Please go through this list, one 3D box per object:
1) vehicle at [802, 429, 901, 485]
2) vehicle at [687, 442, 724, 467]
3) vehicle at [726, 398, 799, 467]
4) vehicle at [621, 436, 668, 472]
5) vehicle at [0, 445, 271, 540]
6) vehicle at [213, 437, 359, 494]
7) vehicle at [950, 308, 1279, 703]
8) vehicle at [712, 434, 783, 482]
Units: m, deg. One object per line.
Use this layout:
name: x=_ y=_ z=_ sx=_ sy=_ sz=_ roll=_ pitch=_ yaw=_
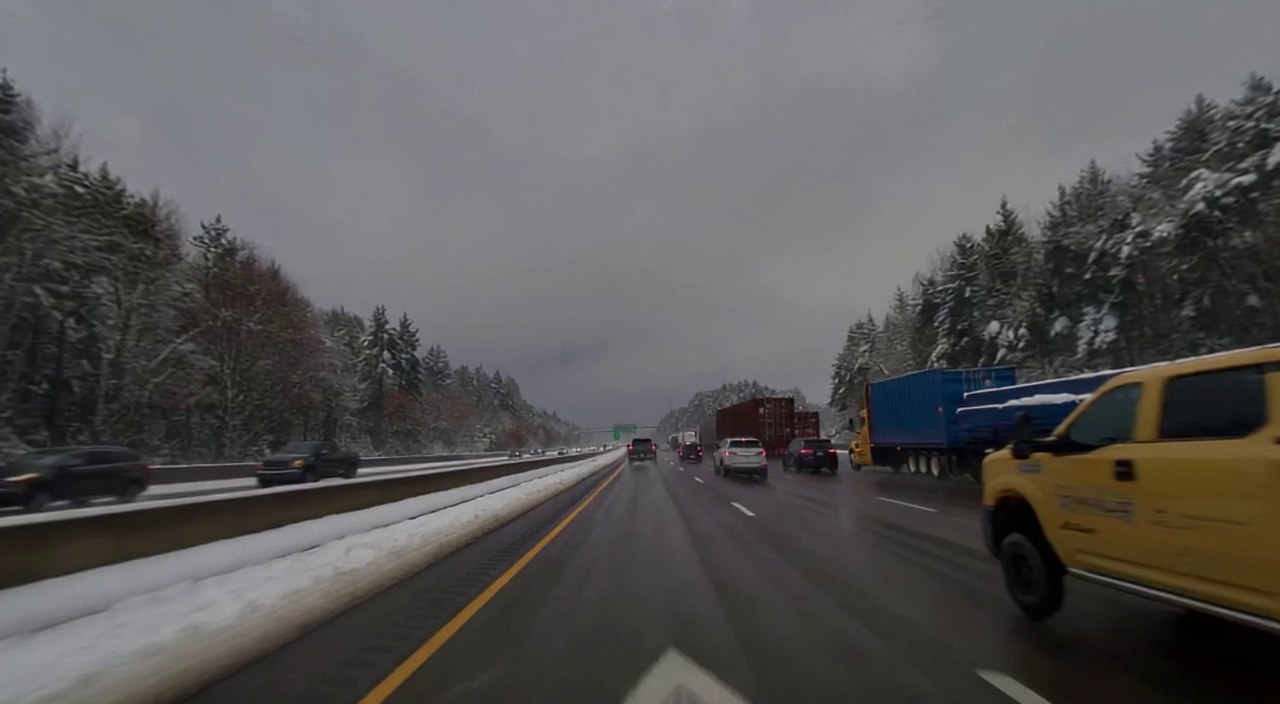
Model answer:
vehicle: x=7.630 y=3.828 z=23.228 sx=1.985 sy=1.835 sz=4.681 roll=0 pitch=-8 yaw=-1
vehicle: x=4.078 y=6.459 z=39.823 sx=1.888 sy=1.501 sz=4.608 roll=0 pitch=-8 yaw=0
vehicle: x=7.838 y=5.401 z=41.462 sx=2.784 sy=4.002 sz=9.298 roll=0 pitch=-8 yaw=-1
vehicle: x=0.196 y=5.333 z=32.935 sx=2.313 sy=1.736 sz=4.215 roll=0 pitch=-8 yaw=-1
vehicle: x=-9.549 y=2.578 z=12.256 sx=1.941 sy=1.486 sz=4.360 roll=0 pitch=-8 yaw=1
vehicle: x=-13.440 y=4.310 z=24.411 sx=2.249 sy=1.925 sz=5.566 roll=0 pitch=-8 yaw=2
vehicle: x=3.822 y=0.815 z=3.104 sx=2.091 sy=1.878 sz=4.920 roll=0 pitch=-8 yaw=1
vehicle: x=4.077 y=4.070 z=24.411 sx=1.972 sy=1.693 sz=4.139 roll=0 pitch=-8 yaw=-1
